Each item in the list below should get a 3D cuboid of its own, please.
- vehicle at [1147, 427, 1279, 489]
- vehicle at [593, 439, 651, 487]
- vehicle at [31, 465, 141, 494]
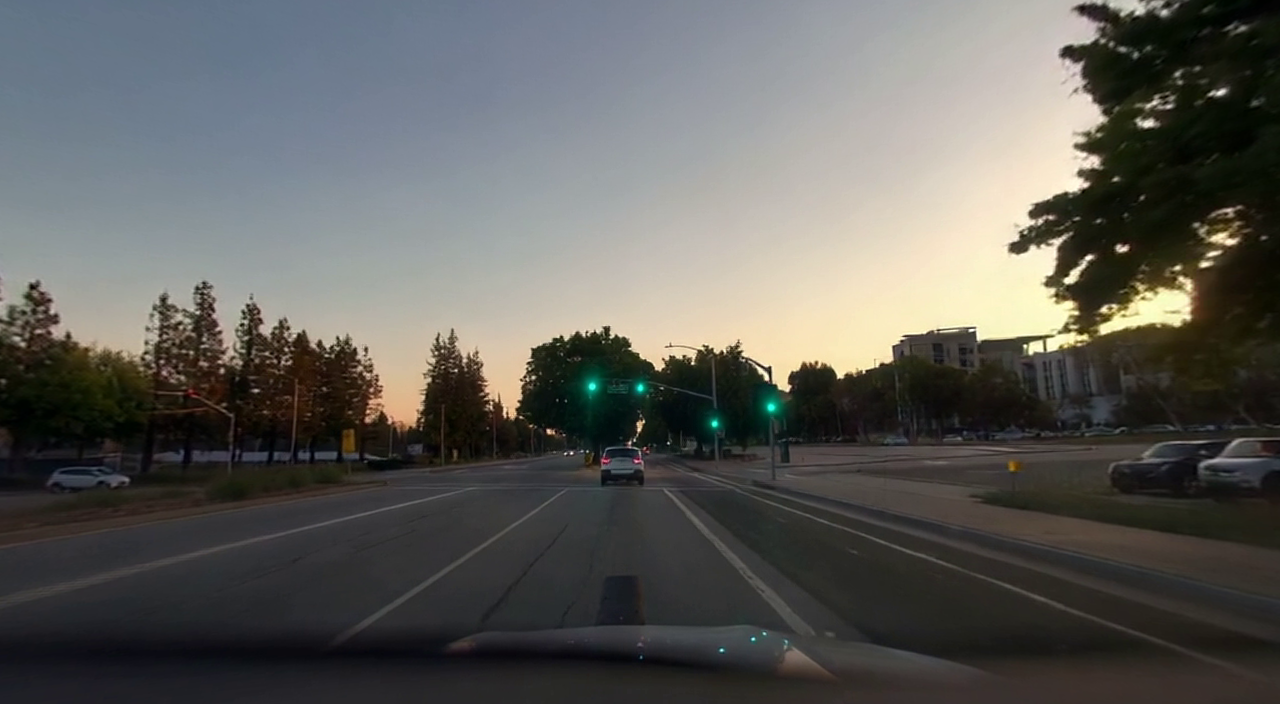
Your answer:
[{"bbox_3d":[16.888,2.879,17.317,4.129,1.569,2.103,0,-9,0],"label":"vehicle"},{"bbox_3d":[-0.700,4.403,25.325,2.130,1.711,4.038,0,-9,-1],"label":"vehicle"},{"bbox_3d":[-34.996,8.047,39.986,4.884,1.736,2.049,0,-9,-1],"label":"vehicle"}]
